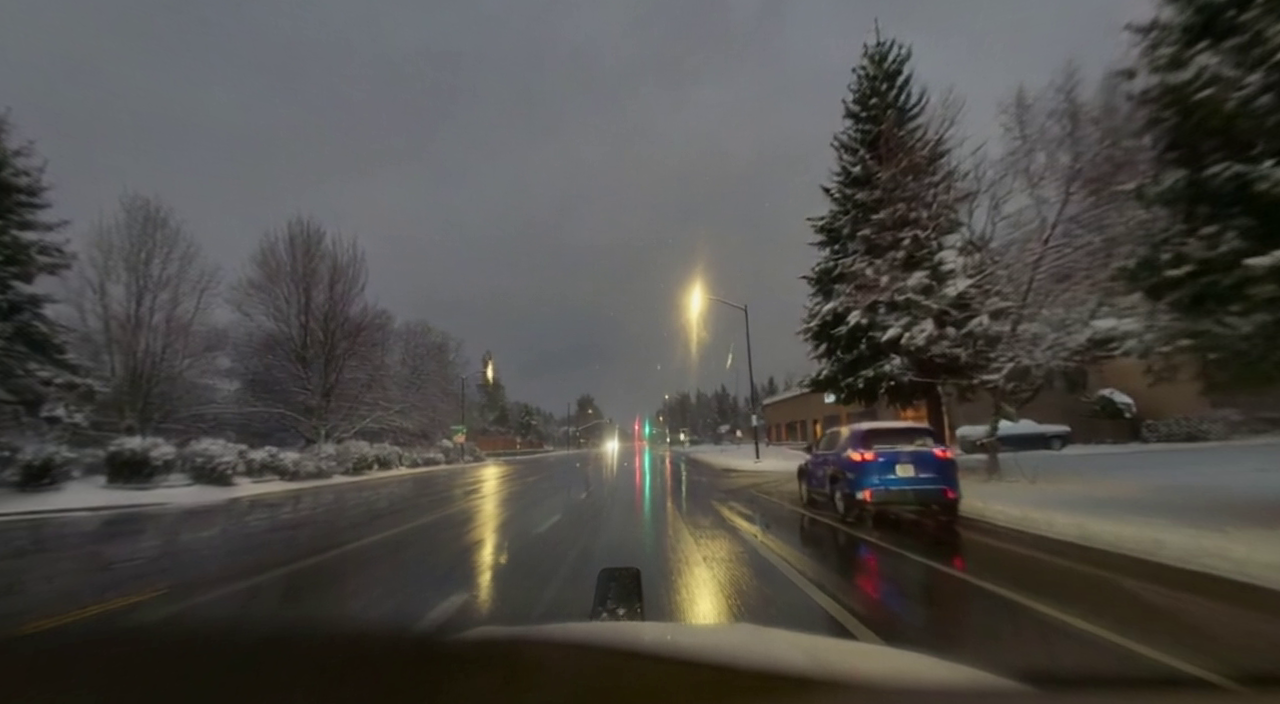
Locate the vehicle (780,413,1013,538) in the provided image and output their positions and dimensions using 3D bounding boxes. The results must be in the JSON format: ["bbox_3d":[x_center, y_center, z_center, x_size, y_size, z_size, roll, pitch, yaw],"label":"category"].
[{"bbox_3d":[4.324,2.183,11.707,2.228,1.814,4.576,0,-9,-2],"label":"vehicle"}]

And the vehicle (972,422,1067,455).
[{"bbox_3d":[18.564,4.299,31.177,1.826,1.492,4.417,0,-9,-2],"label":"vehicle"}]
